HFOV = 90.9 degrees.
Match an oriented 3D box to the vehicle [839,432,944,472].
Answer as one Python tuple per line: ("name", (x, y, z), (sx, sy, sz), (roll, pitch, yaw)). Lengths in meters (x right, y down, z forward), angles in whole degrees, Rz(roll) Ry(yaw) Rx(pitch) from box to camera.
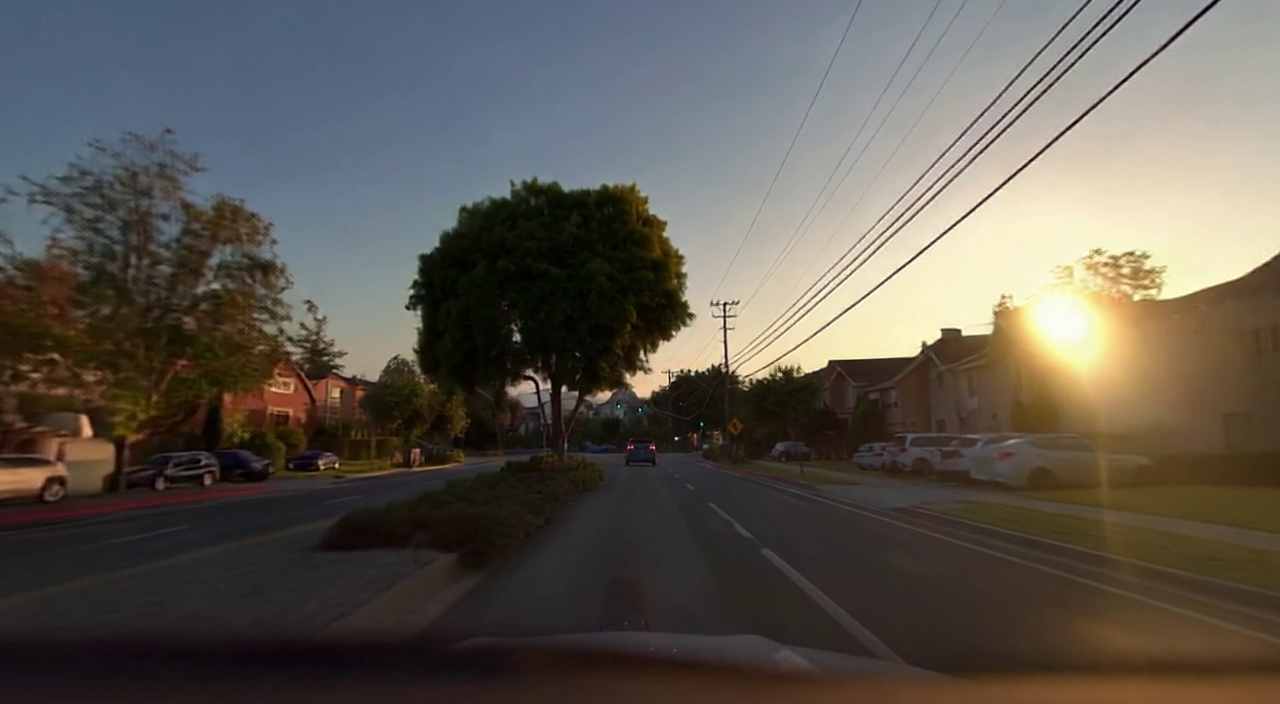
("vehicle", (12.664, 5.049, 31.923), (4.412, 1.878, 2.048), (-1, -8, -1))

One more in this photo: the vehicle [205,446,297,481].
("vehicle", (-20.260, 5.813, 33.104), (1.973, 1.700, 4.475), (0, -9, -1))

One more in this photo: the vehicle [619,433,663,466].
("vehicle", (0.072, 6.577, 42.689), (2.769, 2.087, 5.130), (0, -9, 0))

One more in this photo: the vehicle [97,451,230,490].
("vehicle", (-20.099, 4.993, 26.919), (2.050, 1.501, 4.588), (0, -9, 1))

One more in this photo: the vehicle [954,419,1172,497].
("vehicle", (11.668, 2.952, 17.729), (4.305, 1.997, 2.453), (0, -9, -1))

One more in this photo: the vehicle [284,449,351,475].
("vehicle", (-20.436, 6.951, 40.156), (1.865, 1.506, 4.706), (0, -9, -1))

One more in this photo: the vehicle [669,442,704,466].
("vehicle", (3.138, 6.983, 43.294), (2.002, 1.511, 4.124), (1, -9, 0))
